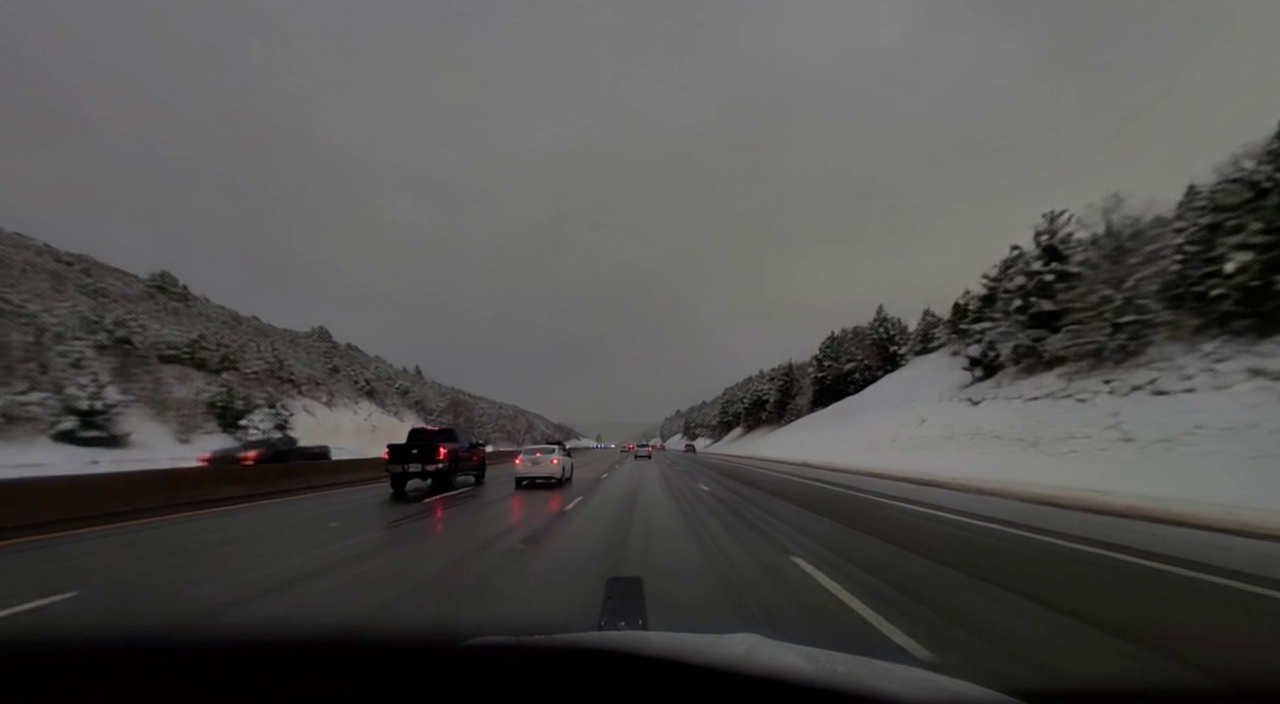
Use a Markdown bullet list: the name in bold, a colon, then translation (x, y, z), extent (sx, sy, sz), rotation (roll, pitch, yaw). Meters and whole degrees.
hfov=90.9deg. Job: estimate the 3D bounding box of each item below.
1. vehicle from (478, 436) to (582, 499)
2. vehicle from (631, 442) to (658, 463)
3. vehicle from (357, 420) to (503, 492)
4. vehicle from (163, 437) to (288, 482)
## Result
- **vehicle**: translation (-2.987, 3.250, 18.199), extent (2.091, 1.552, 4.516), rotation (0, -9, 2)
- **vehicle**: translation (0.316, 7.899, 49.510), extent (2.031, 1.566, 3.904), rotation (0, -9, 0)
- **vehicle**: translation (-6.745, 3.475, 21.344), extent (2.589, 2.063, 6.206), rotation (0, -9, 2)
- **vehicle**: translation (-17.706, 4.575, 27.326), extent (2.018, 1.685, 4.883), rotation (-1, -7, 1)
